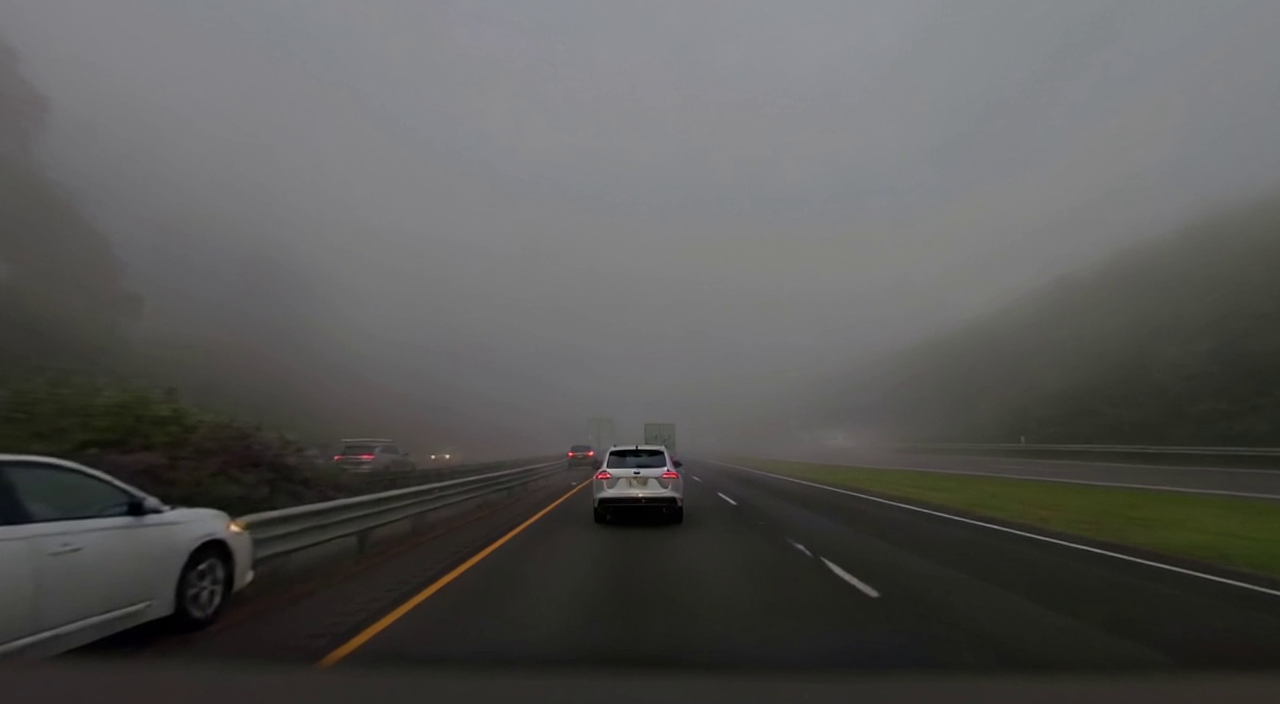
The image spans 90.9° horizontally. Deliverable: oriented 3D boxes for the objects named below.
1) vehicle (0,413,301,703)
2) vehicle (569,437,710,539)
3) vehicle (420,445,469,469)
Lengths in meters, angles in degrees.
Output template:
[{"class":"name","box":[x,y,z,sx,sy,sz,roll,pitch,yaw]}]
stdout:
[{"class":"vehicle","box":[-4.105,1.136,3.547,1.929,1.509,4.331,0,-9,1]},{"class":"vehicle","box":[-0.029,2.297,11.210,2.057,1.449,3.931,0,-9,-1]},{"class":"vehicle","box":[-14.381,7.739,46.536,1.998,1.685,4.606,0,-9,2]}]
